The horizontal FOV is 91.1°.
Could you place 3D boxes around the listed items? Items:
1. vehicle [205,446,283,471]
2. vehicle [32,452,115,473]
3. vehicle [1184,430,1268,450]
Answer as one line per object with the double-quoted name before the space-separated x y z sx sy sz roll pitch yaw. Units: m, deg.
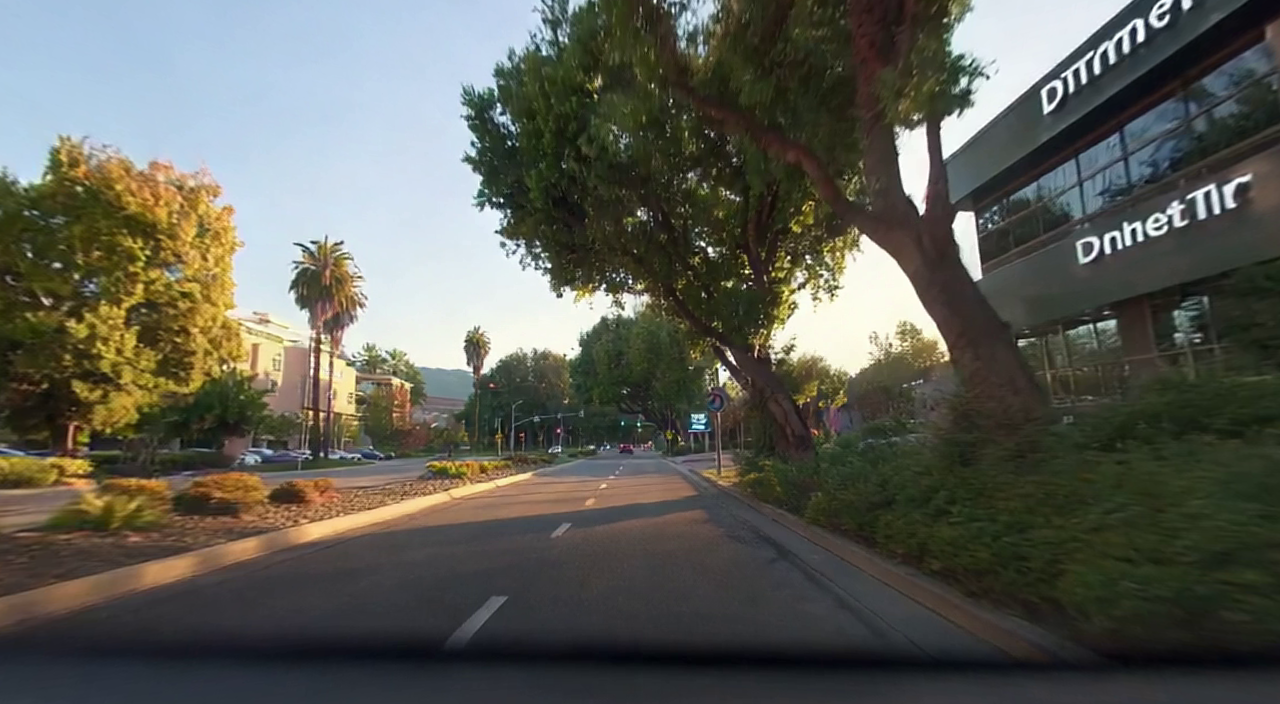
"vehicle" -29.454 7.943 46.852 4.293 1.529 2.347 -4 -9 0
"vehicle" -42.550 8.269 47.220 4.314 1.510 1.964 0 -9 0
"vehicle" 45.323 6.825 48.609 4.390 1.549 2.015 0 -8 0
